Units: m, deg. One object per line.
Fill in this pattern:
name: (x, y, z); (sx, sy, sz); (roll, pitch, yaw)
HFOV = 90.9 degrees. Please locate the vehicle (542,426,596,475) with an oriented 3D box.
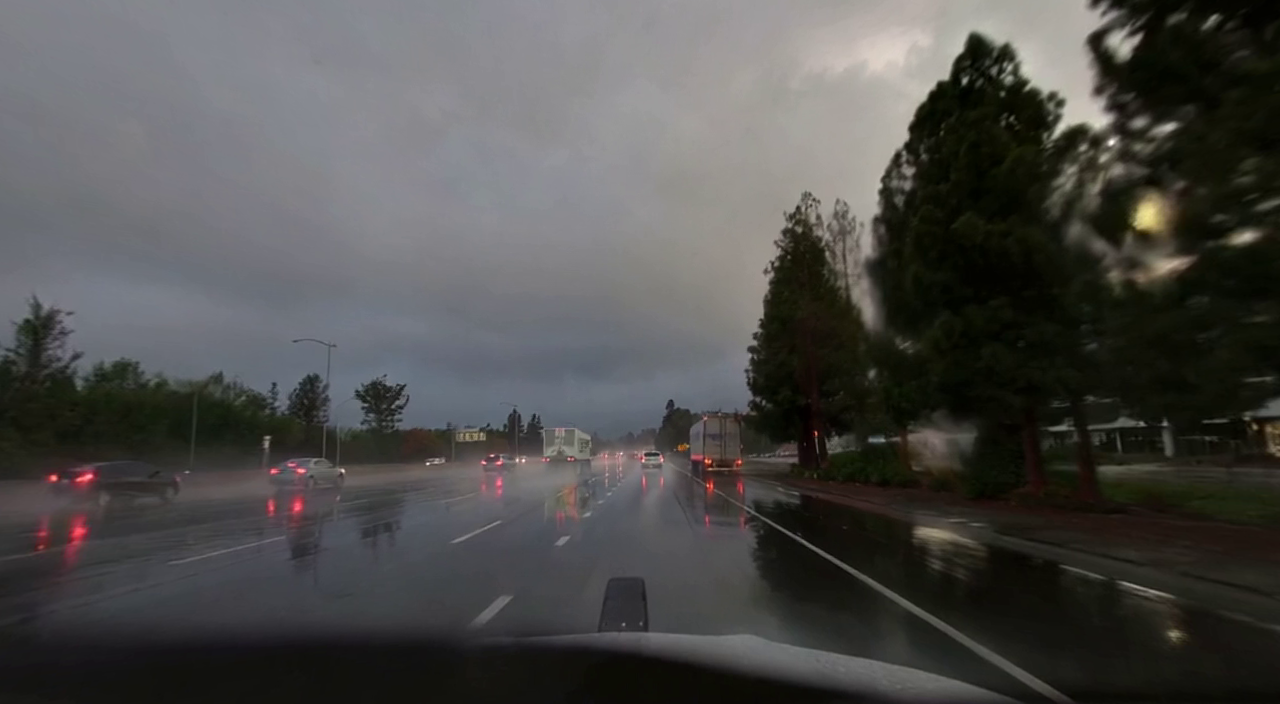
vehicle: (-5.335, 7.570, 48.860); (2.796, 3.426, 8.553); (-1, -8, 2)

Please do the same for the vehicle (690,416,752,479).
vehicle: (5.519, 6.965, 45.412); (2.801, 3.732, 11.836); (-4, -9, 0)

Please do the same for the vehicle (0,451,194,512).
vehicle: (-16.450, 3.884, 19.416); (1.885, 1.591, 4.599); (-1, -9, 3)

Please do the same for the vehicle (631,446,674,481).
vehicle: (0.692, 6.157, 35.247); (2.227, 1.794, 4.646); (0, -8, 1)

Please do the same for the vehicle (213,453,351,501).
vehicle: (-12.589, 4.392, 22.633); (1.928, 1.480, 4.823); (-1, -8, 3)

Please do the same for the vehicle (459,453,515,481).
vehicle: (-8.976, 6.755, 37.428); (1.929, 1.477, 4.746); (-1, -9, 3)
